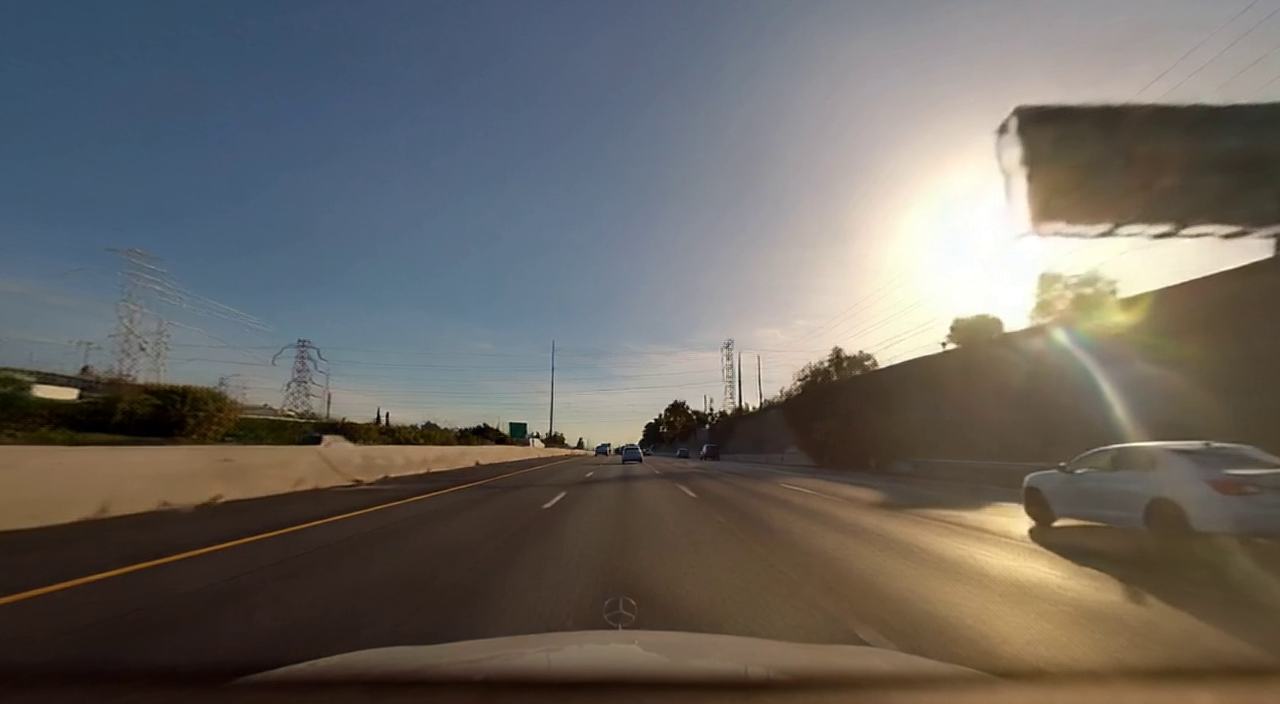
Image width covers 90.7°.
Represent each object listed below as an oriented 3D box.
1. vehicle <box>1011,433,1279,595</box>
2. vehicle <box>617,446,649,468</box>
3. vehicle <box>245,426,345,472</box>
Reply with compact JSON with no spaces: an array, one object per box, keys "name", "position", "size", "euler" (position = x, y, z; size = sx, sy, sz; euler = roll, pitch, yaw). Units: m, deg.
[{"name":"vehicle","position":[6.697,1.739,7.587],"size":[1.876,1.451,4.154],"euler":[0,-8,-1]},{"name":"vehicle","position":[-0.517,7.333,44.343],"size":[2.109,1.489,4.027],"euler":[0,-8,-1]},{"name":"vehicle","position":[-20.334,5.756,37.731],"size":[2.317,2.445,6.428],"euler":[0,-8,0]}]
